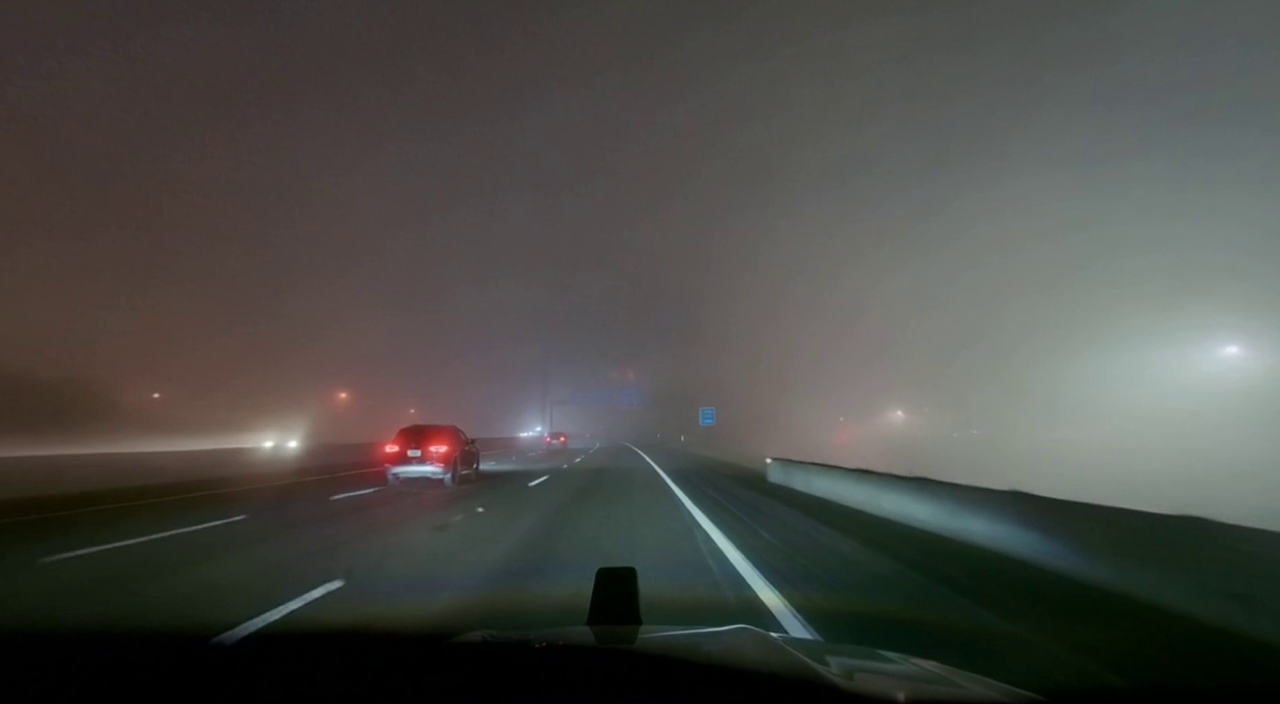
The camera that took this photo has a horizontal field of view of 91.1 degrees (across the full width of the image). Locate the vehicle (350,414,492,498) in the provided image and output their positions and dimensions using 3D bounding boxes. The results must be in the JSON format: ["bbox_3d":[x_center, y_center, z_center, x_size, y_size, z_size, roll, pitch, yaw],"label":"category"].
[{"bbox_3d":[-5.072,2.450,15.251,2.007,1.727,4.040,0,-8,-1],"label":"vehicle"}]
